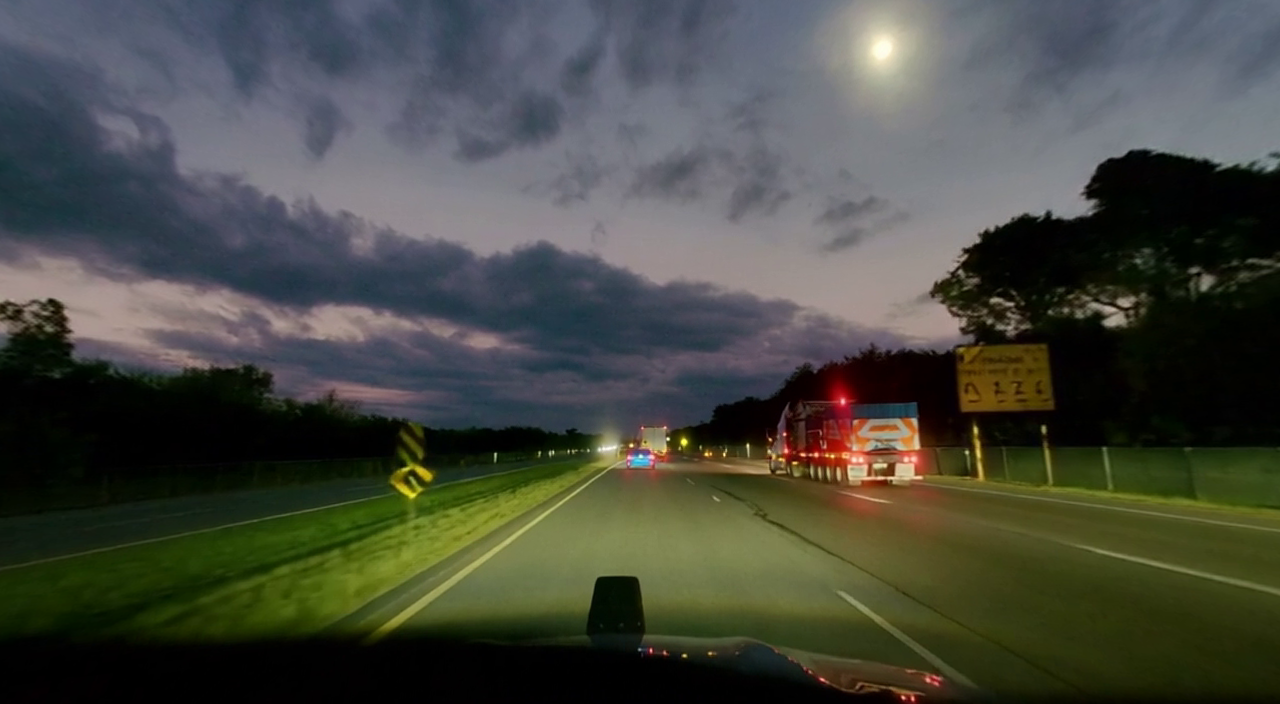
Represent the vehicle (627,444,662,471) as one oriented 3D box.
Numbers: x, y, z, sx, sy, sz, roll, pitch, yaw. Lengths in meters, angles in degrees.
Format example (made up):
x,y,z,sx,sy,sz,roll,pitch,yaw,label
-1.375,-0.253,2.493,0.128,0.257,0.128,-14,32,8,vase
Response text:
x,y,z,sx,sy,sz,roll,pitch,yaw,label
0.241,6.548,39.451,2.065,1.573,3.734,0,-9,-1,vehicle
